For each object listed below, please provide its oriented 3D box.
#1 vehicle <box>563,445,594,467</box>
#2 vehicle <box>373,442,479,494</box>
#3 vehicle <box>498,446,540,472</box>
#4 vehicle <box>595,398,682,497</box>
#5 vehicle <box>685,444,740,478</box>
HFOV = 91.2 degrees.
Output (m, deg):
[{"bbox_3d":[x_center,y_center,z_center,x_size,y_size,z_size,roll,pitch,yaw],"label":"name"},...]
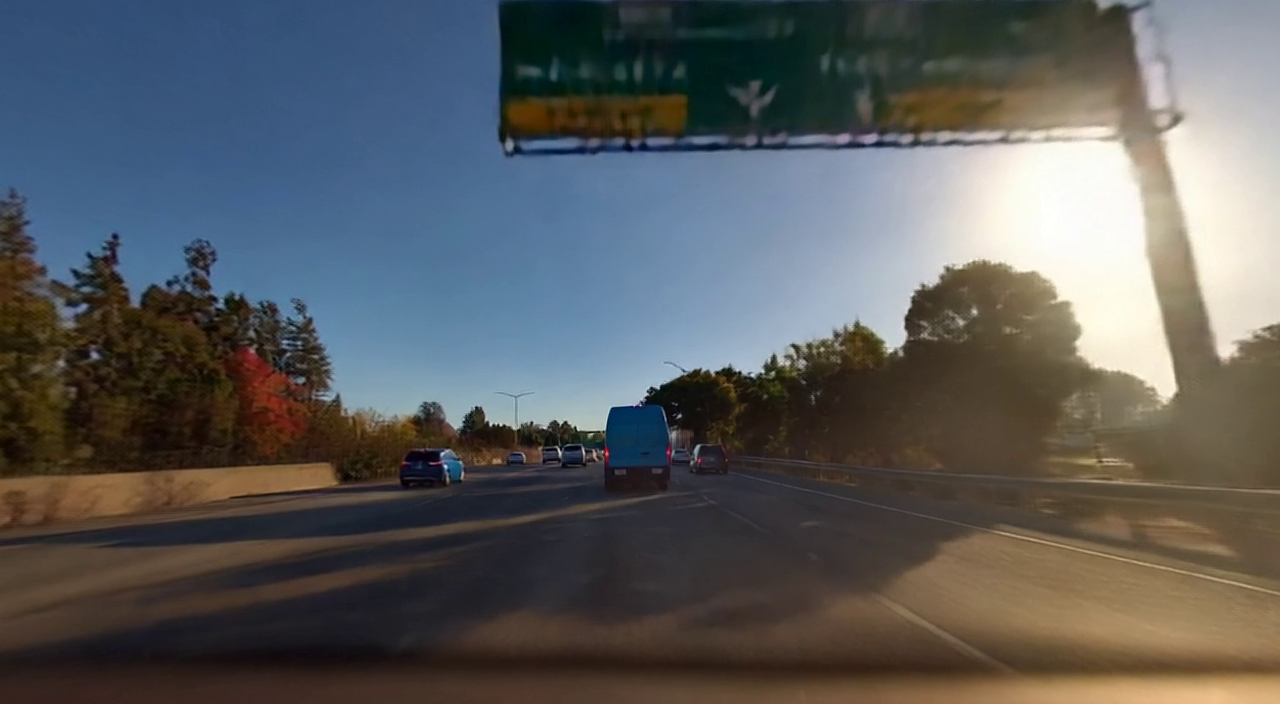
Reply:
[{"bbox_3d":[-4.515,7.737,46.605,2.002,1.536,4.021,0,-9,-2],"label":"vehicle"},{"bbox_3d":[-6.913,3.786,20.807,2.003,1.498,4.386,0,-9,0],"label":"vehicle"},{"bbox_3d":[-7.683,6.801,40.092,2.026,1.506,4.102,0,-9,-3],"label":"vehicle"},{"bbox_3d":[-0.175,2.884,19.062,2.268,2.551,5.144,0,-9,-3],"label":"vehicle"},{"bbox_3d":[3.399,5.227,30.426,2.015,1.491,4.732,0,-9,-1],"label":"vehicle"}]
